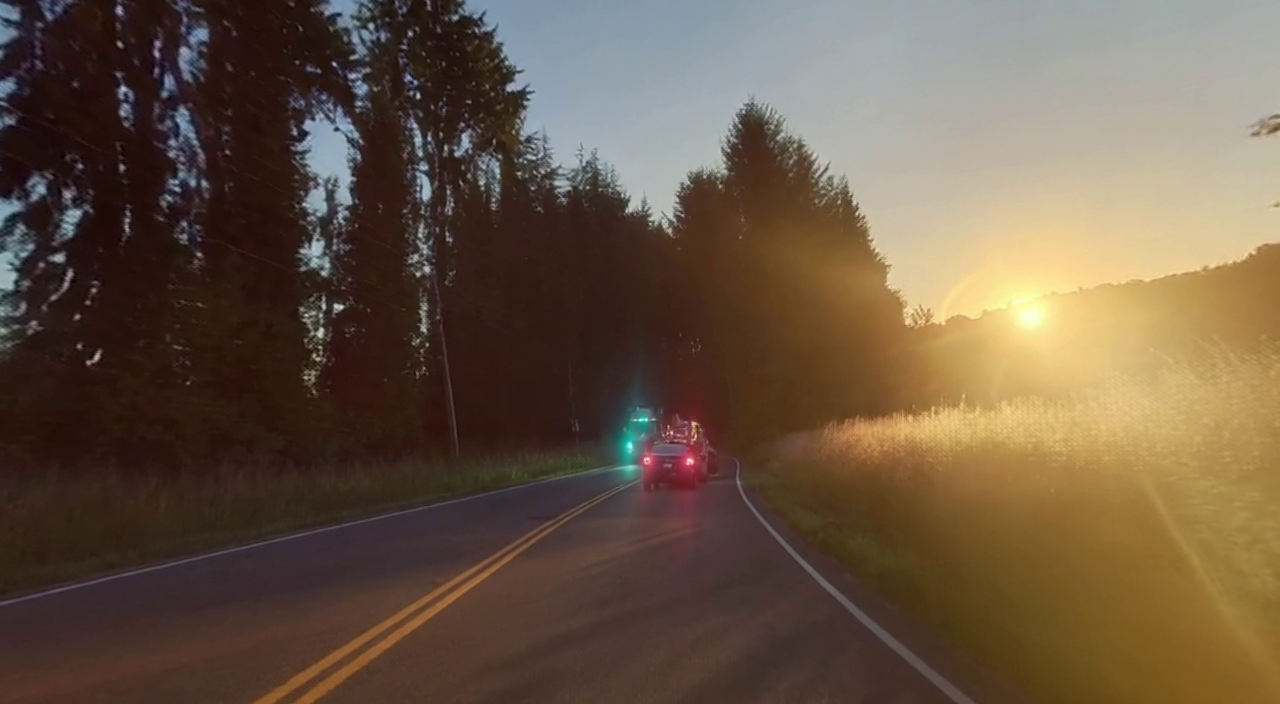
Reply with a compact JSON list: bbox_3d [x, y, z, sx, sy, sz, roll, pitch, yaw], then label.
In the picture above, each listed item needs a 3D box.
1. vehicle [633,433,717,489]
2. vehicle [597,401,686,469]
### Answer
[{"bbox_3d":[1.097,3.208,18.853,2.196,1.465,4.294,-1,-8,5],"label":"vehicle"},{"bbox_3d":[0.312,6.023,44.674,4.788,4.368,6.529,-2,-11,14],"label":"vehicle"}]
